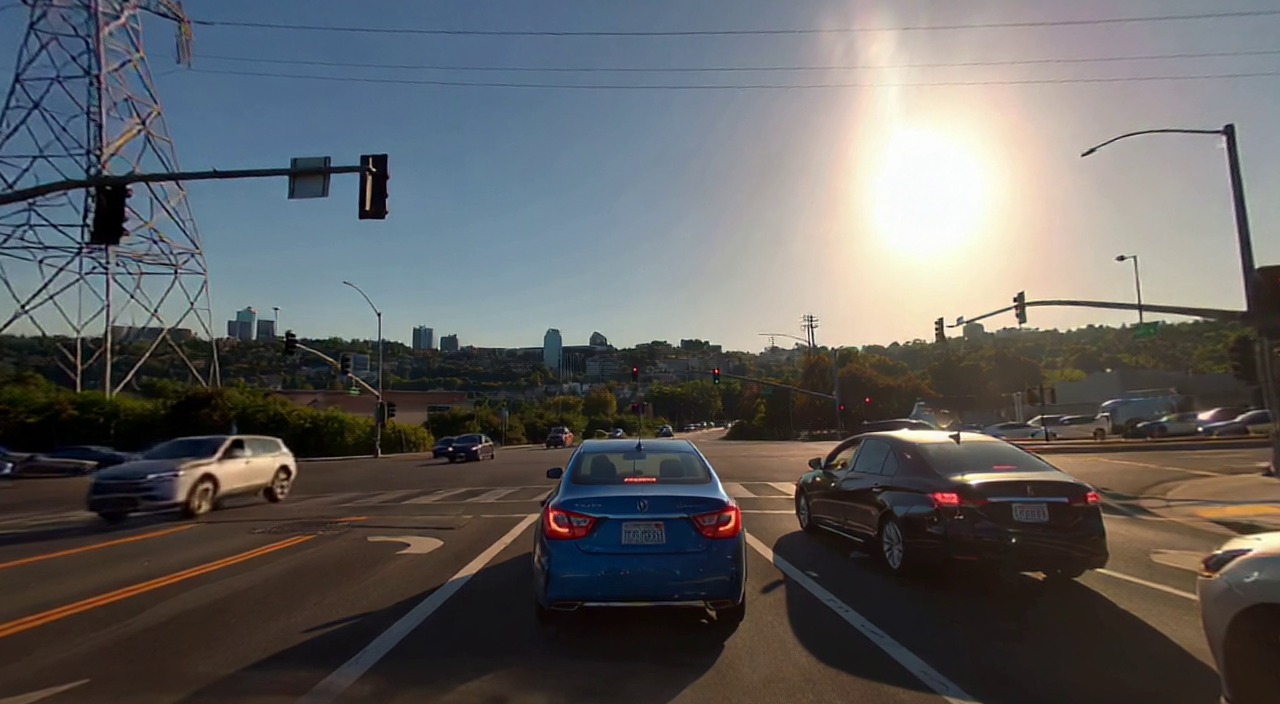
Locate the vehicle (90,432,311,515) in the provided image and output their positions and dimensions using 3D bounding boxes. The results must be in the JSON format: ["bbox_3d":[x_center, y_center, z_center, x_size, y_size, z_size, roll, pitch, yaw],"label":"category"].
[{"bbox_3d":[-9.782,2.714,14.582,1.910,1.597,4.334,0,-8,1],"label":"vehicle"}]

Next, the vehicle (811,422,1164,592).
[{"bbox_3d":[3.656,1.682,7.720,1.835,1.473,4.190,0,-8,-2],"label":"vehicle"}]

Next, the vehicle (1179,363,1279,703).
[{"bbox_3d":[3.409,0.587,0.625,1.926,1.614,4.330,0,-8,1],"label":"vehicle"}]

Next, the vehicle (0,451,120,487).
[{"bbox_3d":[-25.908,5.113,27.765,4.263,1.464,1.895,0,-8,-1],"label":"vehicle"}]

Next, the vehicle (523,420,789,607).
[{"bbox_3d":[0.115,1.595,7.127,2.117,1.474,4.036,0,-8,0],"label":"vehicle"}]

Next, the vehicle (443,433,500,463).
[{"bbox_3d":[-9.306,5.358,35.168,1.910,1.537,4.123,-1,-8,3],"label":"vehicle"}]
